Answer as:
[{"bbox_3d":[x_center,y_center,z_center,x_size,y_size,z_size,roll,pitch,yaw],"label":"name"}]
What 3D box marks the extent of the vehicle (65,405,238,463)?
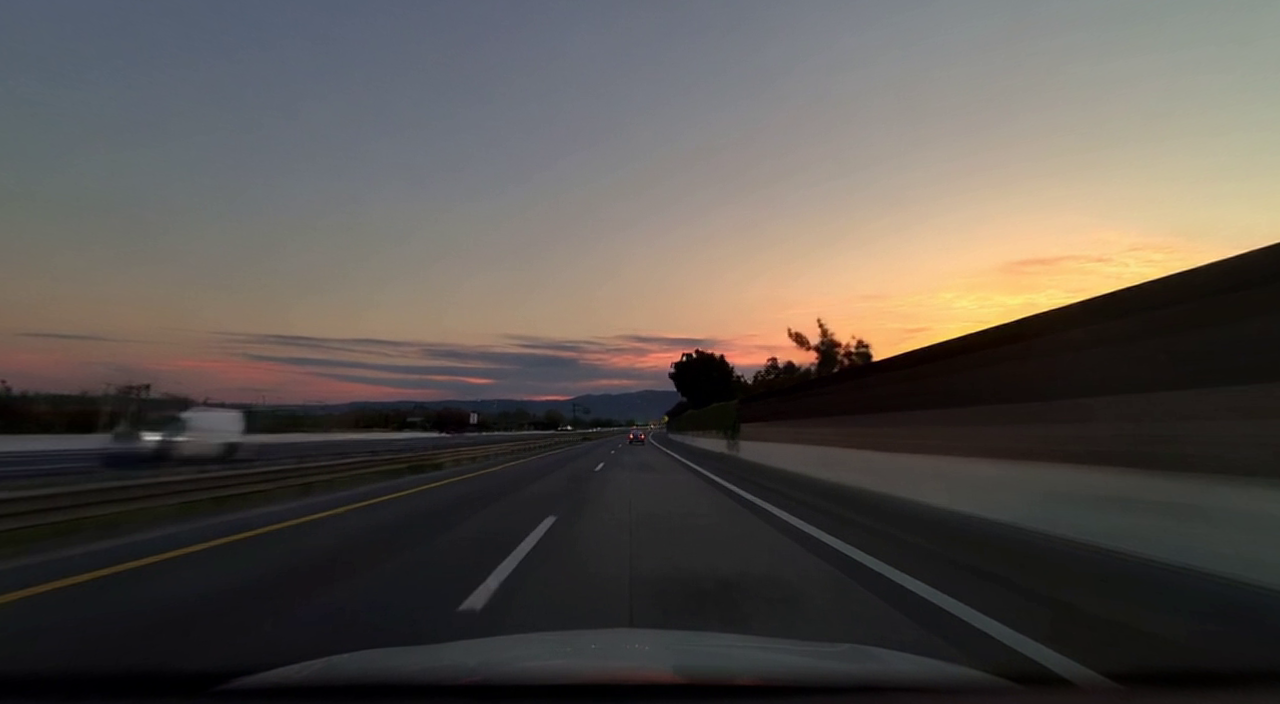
[{"bbox_3d":[-15.446,2.645,20.262,1.969,1.645,4.421,0,-8,0],"label":"vehicle"}]
